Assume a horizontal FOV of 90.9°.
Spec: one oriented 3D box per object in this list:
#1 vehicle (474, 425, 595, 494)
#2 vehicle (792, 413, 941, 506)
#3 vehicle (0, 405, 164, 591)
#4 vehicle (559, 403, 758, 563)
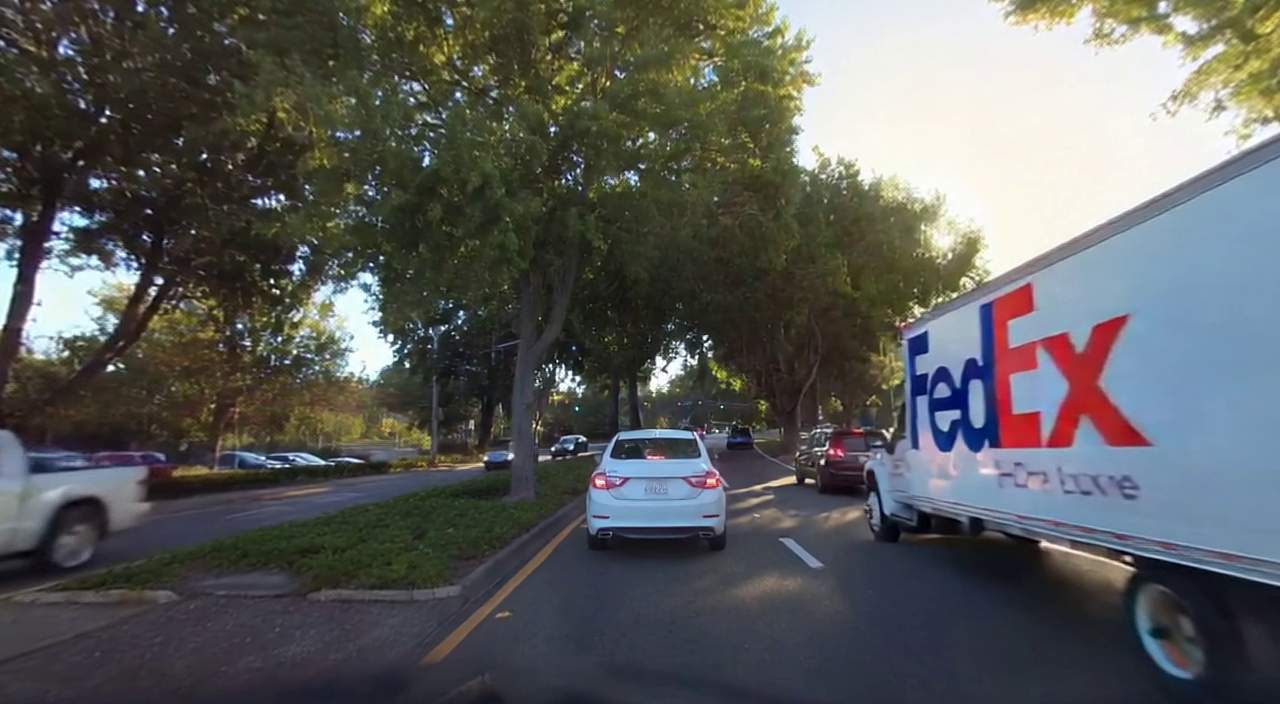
[{"bbox_3d":[-2.959,3.178,19.005,2.057,1.786,4.725,-2,-8,11],"label":"vehicle"},{"bbox_3d":[5.238,2.549,15.373,2.059,1.864,4.700,1,-8,2],"label":"vehicle"},{"bbox_3d":[-7.477,1.443,6.117,2.051,1.843,4.469,-1,-8,3],"label":"vehicle"},{"bbox_3d":[0.212,1.728,9.007,2.154,1.710,4.128,-1,-8,0],"label":"vehicle"}]
